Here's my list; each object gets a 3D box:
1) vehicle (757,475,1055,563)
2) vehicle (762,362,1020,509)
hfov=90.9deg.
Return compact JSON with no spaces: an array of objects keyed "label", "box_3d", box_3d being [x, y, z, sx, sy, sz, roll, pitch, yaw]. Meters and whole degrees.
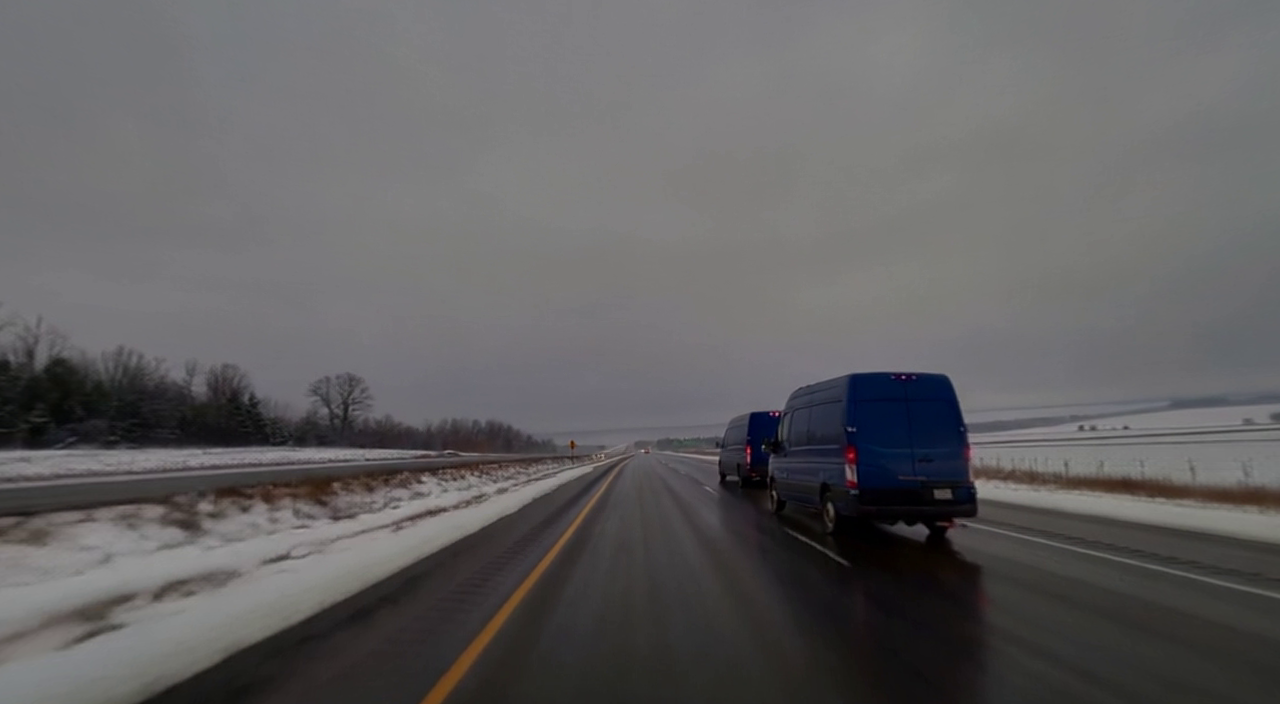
[{"label":"vehicle","box_3d":[4.045,2.804,11.405,2.702,0.824,6.391,0,-8,0]},{"label":"vehicle","box_3d":[4.077,1.579,11.728,2.444,2.053,5.616,0,-8,0]}]
